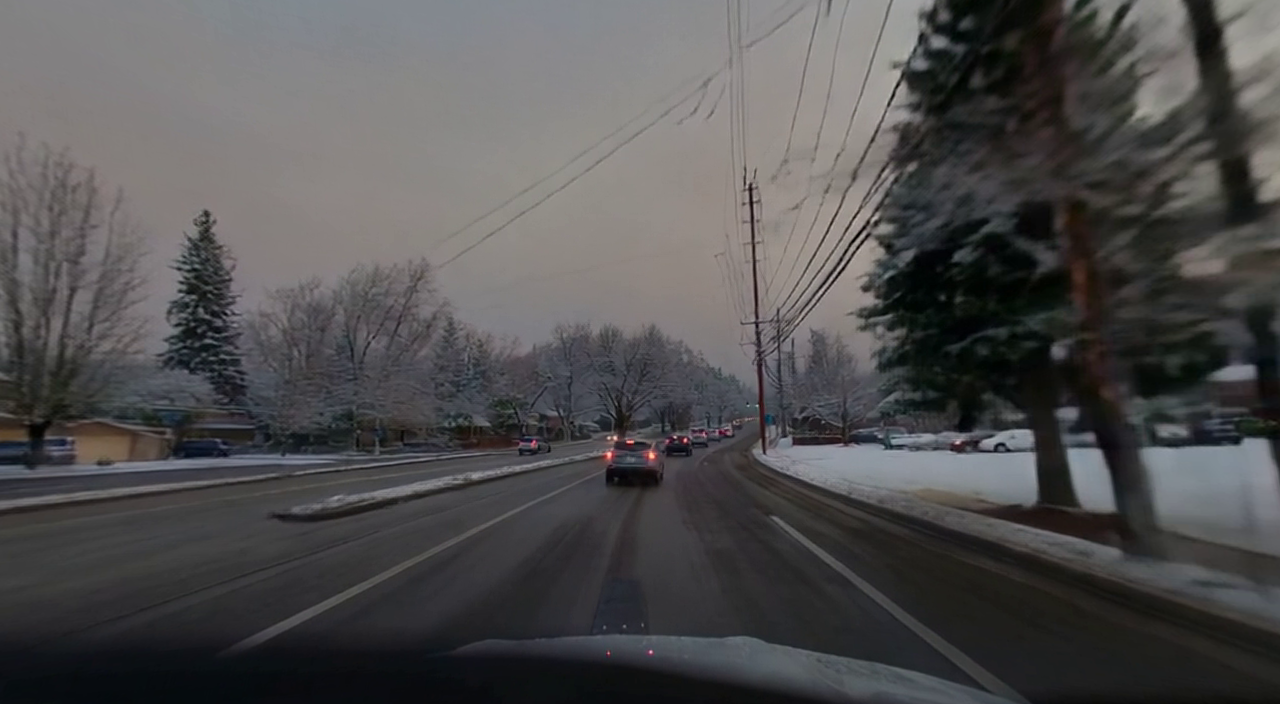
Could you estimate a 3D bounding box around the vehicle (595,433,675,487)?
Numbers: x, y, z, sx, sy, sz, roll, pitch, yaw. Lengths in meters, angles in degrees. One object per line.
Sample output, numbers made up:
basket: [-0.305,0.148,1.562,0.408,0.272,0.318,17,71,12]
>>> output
vehicle: [-0.025,3.299,19.518,2.117,1.474,4.036,-1,-8,5]

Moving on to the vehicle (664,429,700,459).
vehicle: [3.012,6.503,44.588,2.158,1.939,4.935,-1,-9,8]

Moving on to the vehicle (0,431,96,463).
vehicle: [-33.351,5.394,35.316,1.857,1.580,4.336,0,-11,-1]

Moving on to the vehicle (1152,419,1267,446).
vehicle: [34.029,4.858,37.806,4.628,1.467,1.923,-2,-9,13]

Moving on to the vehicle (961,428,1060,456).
vehicle: [22.073,5.391,37.705,4.674,1.500,1.889,1,-9,9]

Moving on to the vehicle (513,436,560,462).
vehicle: [-6.504,6.144,39.995,1.983,1.485,4.159,-1,-8,4]
